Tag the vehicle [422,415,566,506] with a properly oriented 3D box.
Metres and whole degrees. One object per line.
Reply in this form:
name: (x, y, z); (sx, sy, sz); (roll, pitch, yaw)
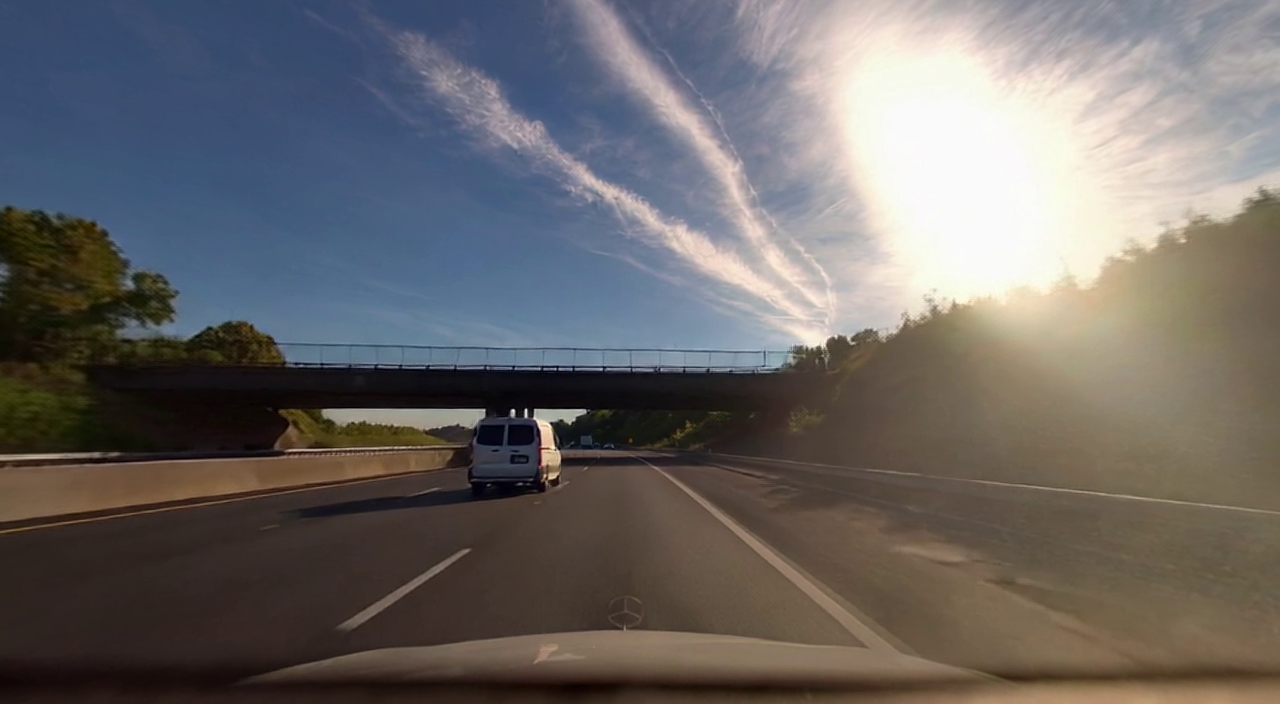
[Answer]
vehicle: (-3.329, 2.632, 15.662); (2.372, 1.891, 5.061); (0, -8, 0)
